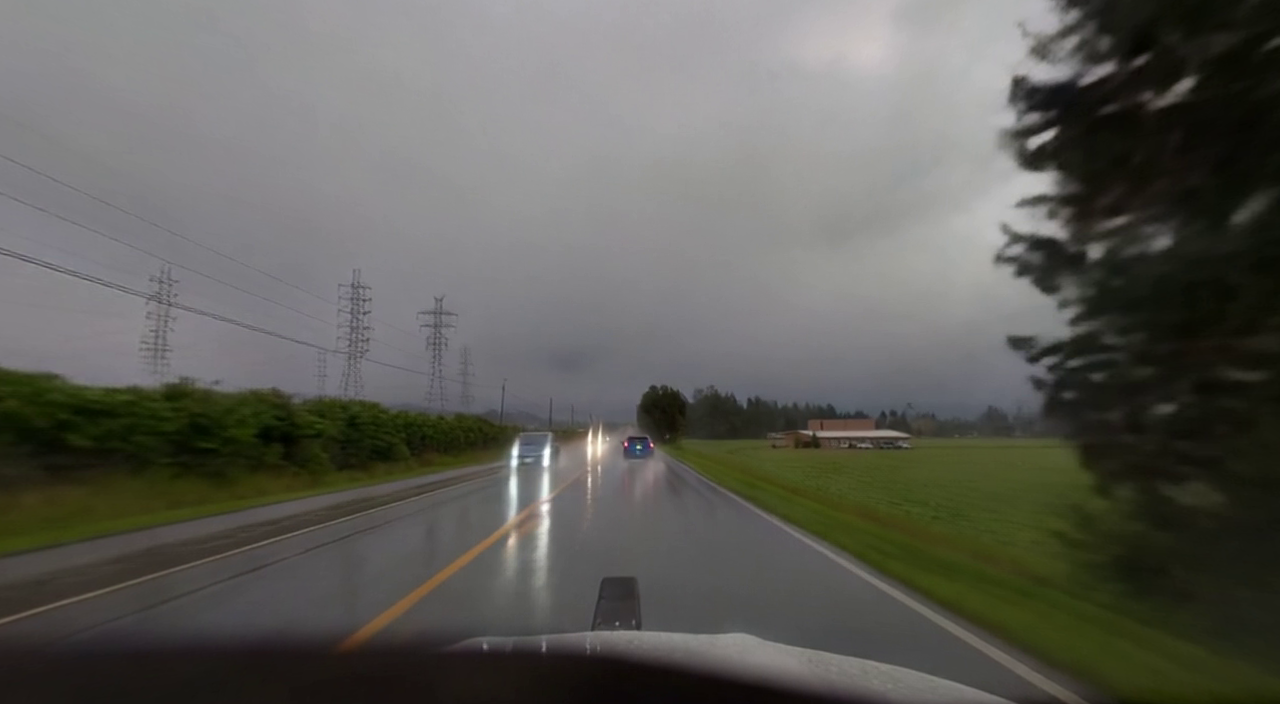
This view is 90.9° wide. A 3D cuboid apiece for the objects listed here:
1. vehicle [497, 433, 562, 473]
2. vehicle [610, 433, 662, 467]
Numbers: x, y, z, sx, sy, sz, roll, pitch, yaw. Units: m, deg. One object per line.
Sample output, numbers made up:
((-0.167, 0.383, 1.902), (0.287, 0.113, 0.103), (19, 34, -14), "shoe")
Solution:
((-4.485, 4.159, 26.243), (2.019, 1.511, 4.290), (0, -8, -1), "vehicle")
((-0.215, 4.493, 29.176), (2.241, 1.471, 3.829), (0, -8, -2), "vehicle")
